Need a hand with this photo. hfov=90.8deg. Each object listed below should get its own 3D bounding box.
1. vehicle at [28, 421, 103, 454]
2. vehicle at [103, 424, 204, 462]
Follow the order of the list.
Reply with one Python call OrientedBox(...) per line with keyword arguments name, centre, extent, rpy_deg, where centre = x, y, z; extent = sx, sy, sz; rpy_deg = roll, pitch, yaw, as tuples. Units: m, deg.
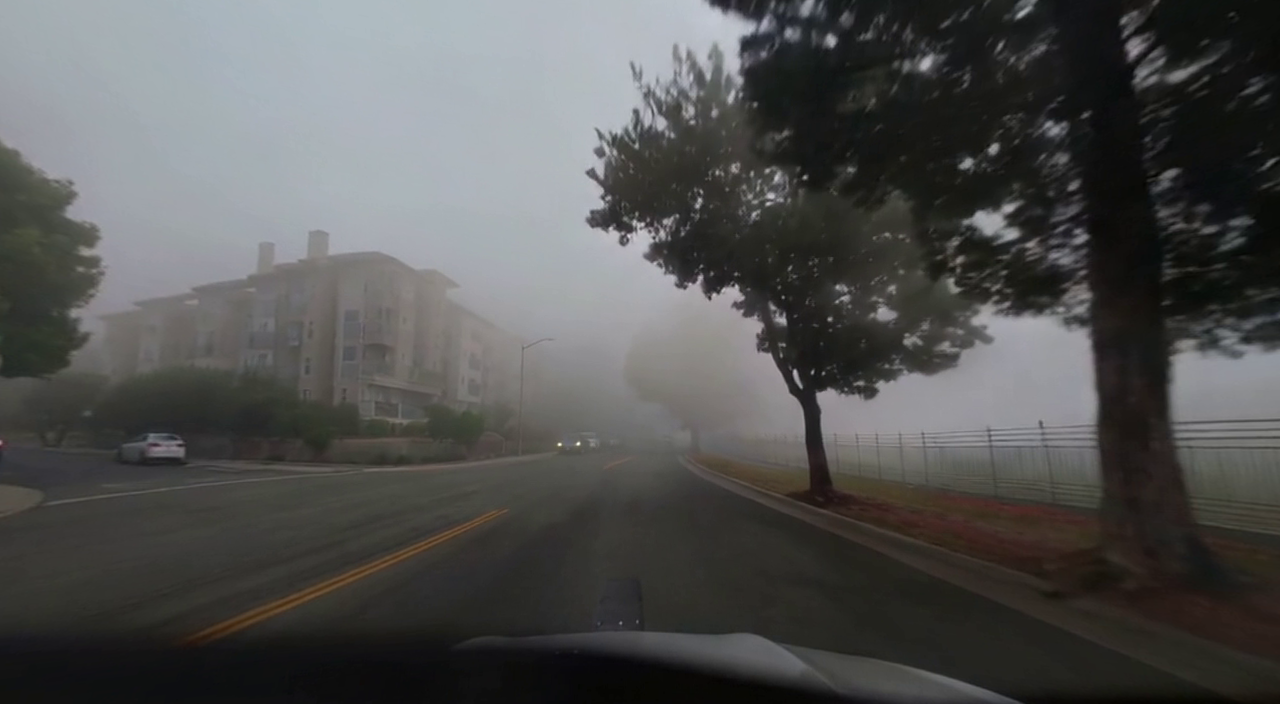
OrientedBox(name="vehicle", centre=(-34.778, 5.211, 38.221), extent=(4.503, 1.838, 2.069), rpy_deg=(-5, -10, 32))
OrientedBox(name="vehicle", centre=(-24.798, 4.650, 32.178), extent=(5.078, 1.794, 2.210), rpy_deg=(-5, -10, 30))
